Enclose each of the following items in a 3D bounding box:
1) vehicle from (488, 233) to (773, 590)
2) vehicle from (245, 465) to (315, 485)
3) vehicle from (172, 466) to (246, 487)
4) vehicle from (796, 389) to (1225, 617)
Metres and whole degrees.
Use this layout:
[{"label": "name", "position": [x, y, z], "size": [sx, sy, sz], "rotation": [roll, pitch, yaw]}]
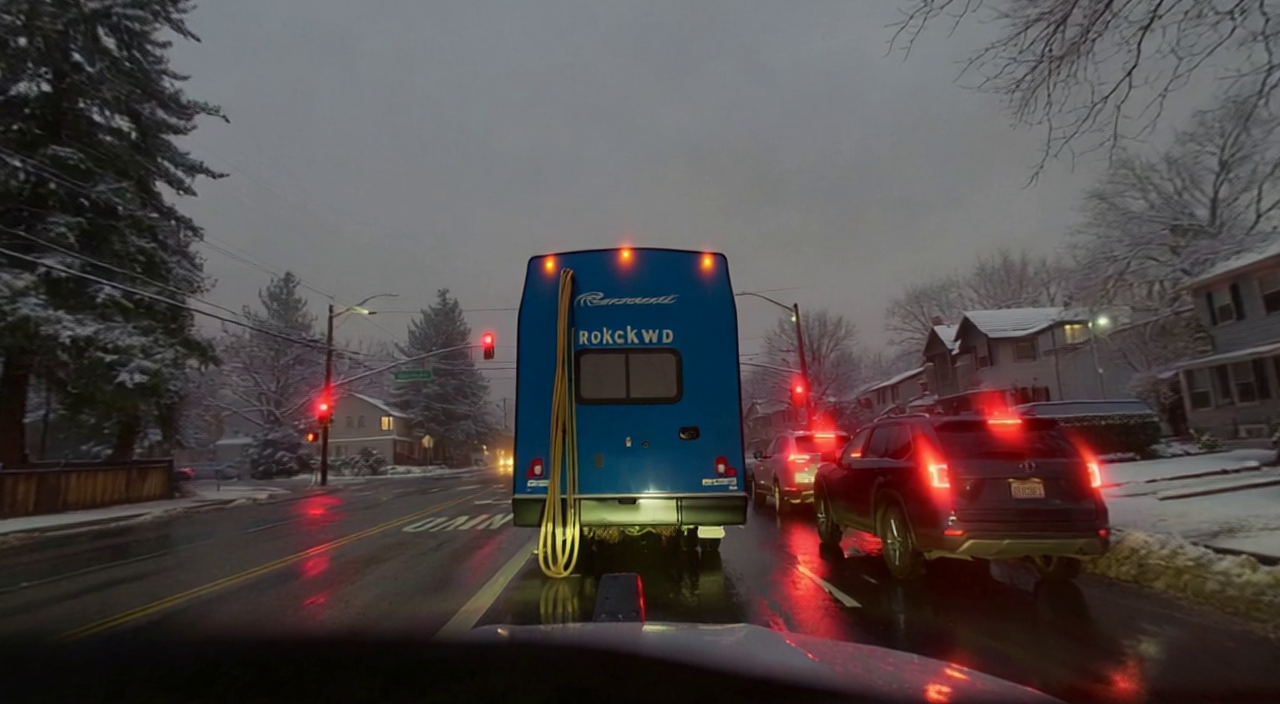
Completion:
[{"label": "vehicle", "position": [-0.099, 1.126, 10.327], "size": [2.709, 3.511, 8.213], "rotation": [0, -9, 0]}, {"label": "vehicle", "position": [-27.417, 9.351, 48.138], "size": [4.187, 1.445, 1.809], "rotation": [0, -9, 0]}, {"label": "vehicle", "position": [-32.676, 9.403, 47.950], "size": [4.311, 1.458, 1.707], "rotation": [0, -9, -3]}, {"label": "vehicle", "position": [3.406, 1.492, 7.137], "size": [2.104, 1.735, 4.408], "rotation": [0, -9, 0]}]
